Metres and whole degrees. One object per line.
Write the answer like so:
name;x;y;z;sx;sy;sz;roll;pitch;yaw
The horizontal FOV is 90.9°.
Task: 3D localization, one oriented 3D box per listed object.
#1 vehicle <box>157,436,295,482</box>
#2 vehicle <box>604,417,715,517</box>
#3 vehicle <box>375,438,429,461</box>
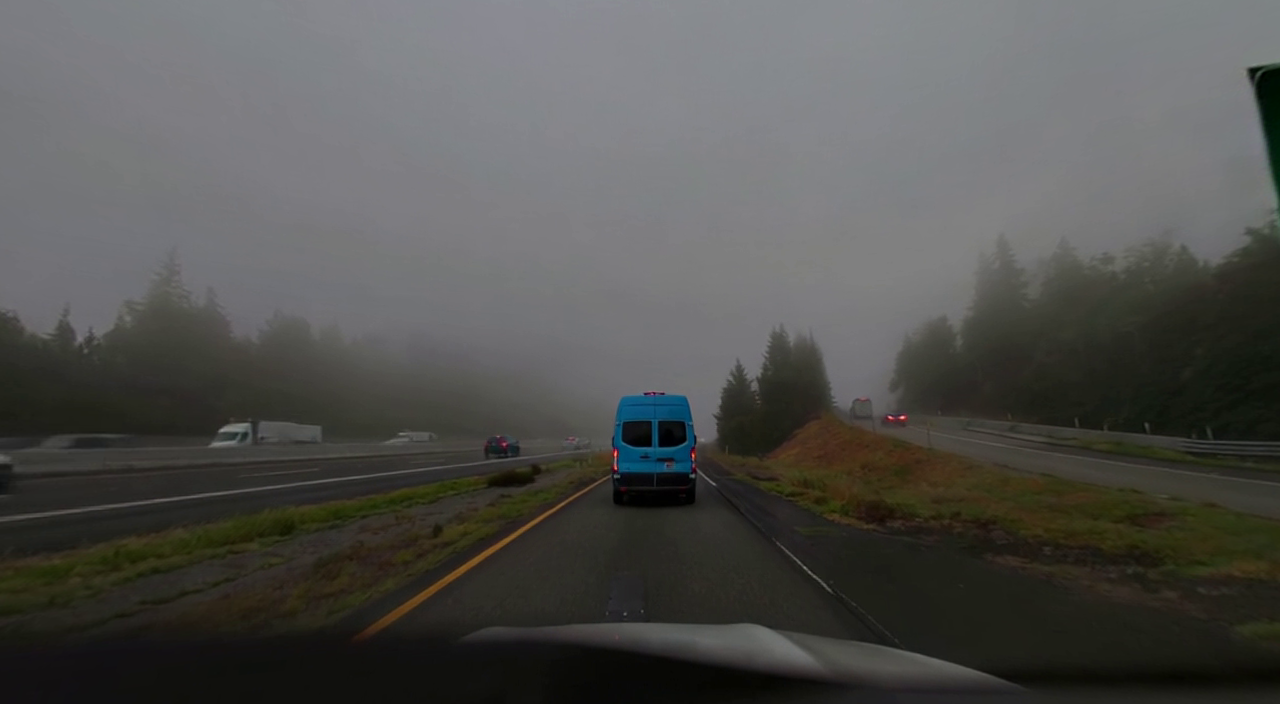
vehicle;-16.127;4.164;24.934;2.046;1.585;4.743;-1;-8;3
vehicle;0.309;2.456;13.991;2.043;1.821;4.558;0;-8;-1
vehicle;-18.378;7.522;48.935;2.160;1.691;4.601;-1;-8;3
